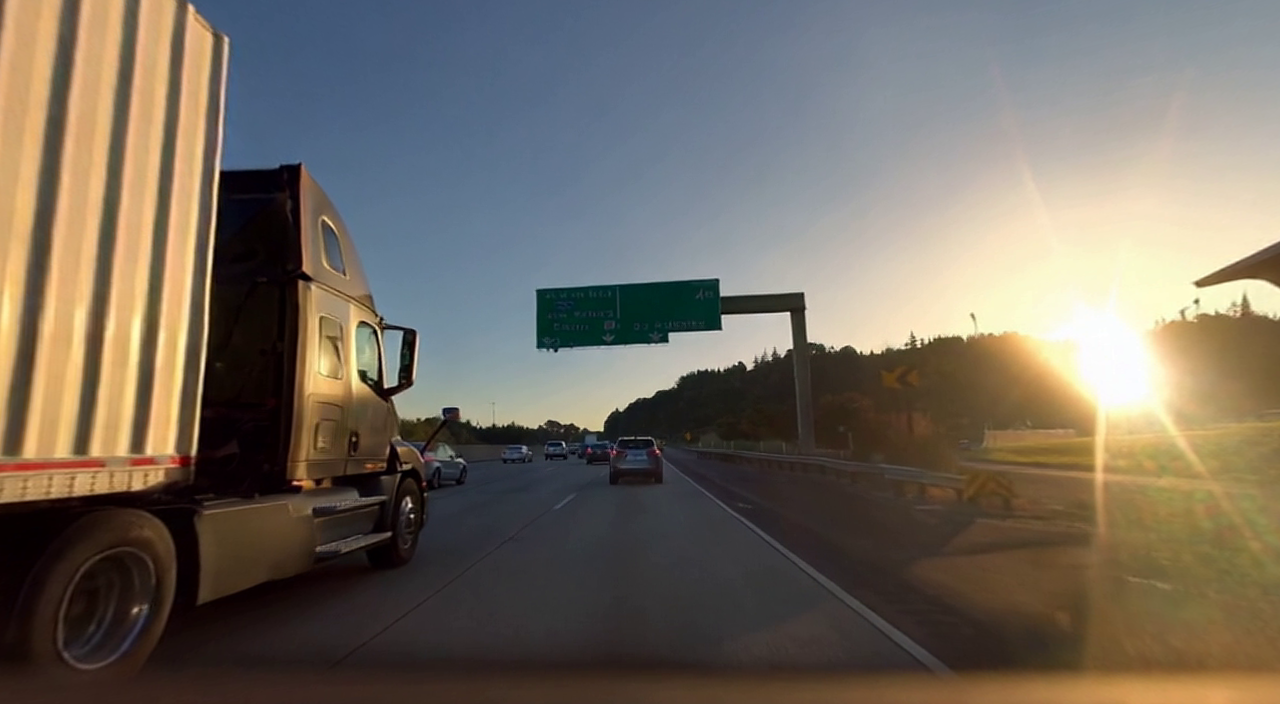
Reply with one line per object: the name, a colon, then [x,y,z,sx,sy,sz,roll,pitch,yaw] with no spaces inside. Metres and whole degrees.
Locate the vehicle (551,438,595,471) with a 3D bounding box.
vehicle: [-3.591,5.567,34.484,1.952,1.649,4.131,0,-9,1]

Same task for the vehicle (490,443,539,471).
vehicle: [-7.185,6.053,36.562,1.869,1.466,4.217,0,-9,1]

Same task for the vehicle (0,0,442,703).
vehicle: [-3.810,-0.418,2.589,2.990,3.885,8.540,0,-9,1]

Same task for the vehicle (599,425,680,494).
vehicle: [0.005,3.138,18.664,2.152,1.779,3.924,0,-9,1]
